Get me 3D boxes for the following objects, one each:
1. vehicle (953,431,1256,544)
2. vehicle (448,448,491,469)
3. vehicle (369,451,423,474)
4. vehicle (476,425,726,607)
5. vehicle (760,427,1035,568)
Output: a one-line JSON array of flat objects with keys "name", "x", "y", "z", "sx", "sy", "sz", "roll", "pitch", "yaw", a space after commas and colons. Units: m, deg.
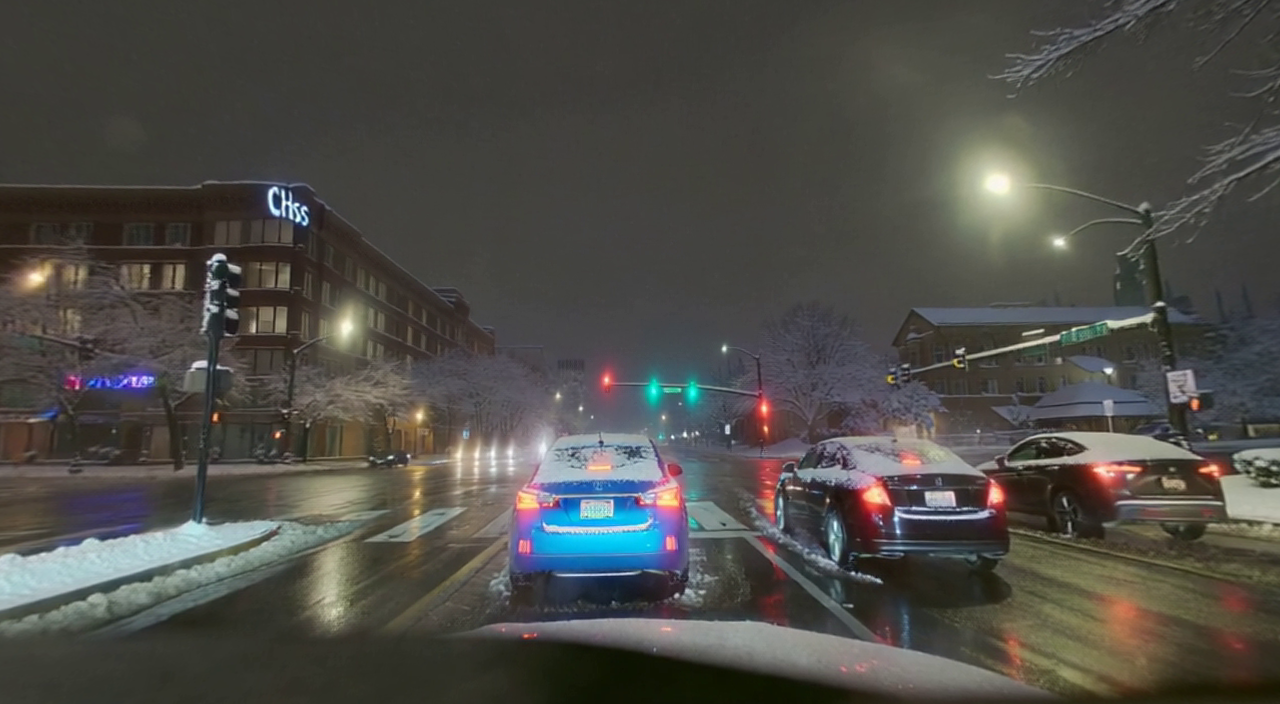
[{"name": "vehicle", "x": 7.440, "y": 2.167, "z": 10.791, "sx": 1.908, "sy": 1.517, "sz": 4.182, "roll": 0, "pitch": -8, "yaw": -1}, {"name": "vehicle", "x": -13.082, "y": 8.199, "z": 48.729, "sx": 2.049, "sy": 1.483, "sz": 4.407, "roll": 0, "pitch": -8, "yaw": 1}, {"name": "vehicle", "x": -16.994, "y": 7.702, "z": 44.141, "sx": 2.048, "sy": 1.463, "sz": 4.530, "roll": 0, "pitch": -8, "yaw": -1}, {"name": "vehicle", "x": -0.371, "y": 1.655, "z": 7.290, "sx": 2.059, "sy": 1.477, "sz": 3.988, "roll": 0, "pitch": -8, "yaw": -1}, {"name": "vehicle", "x": 3.212, "y": 1.890, "z": 8.973, "sx": 2.042, "sy": 1.508, "sz": 4.109, "roll": 0, "pitch": -8, "yaw": -2}]
